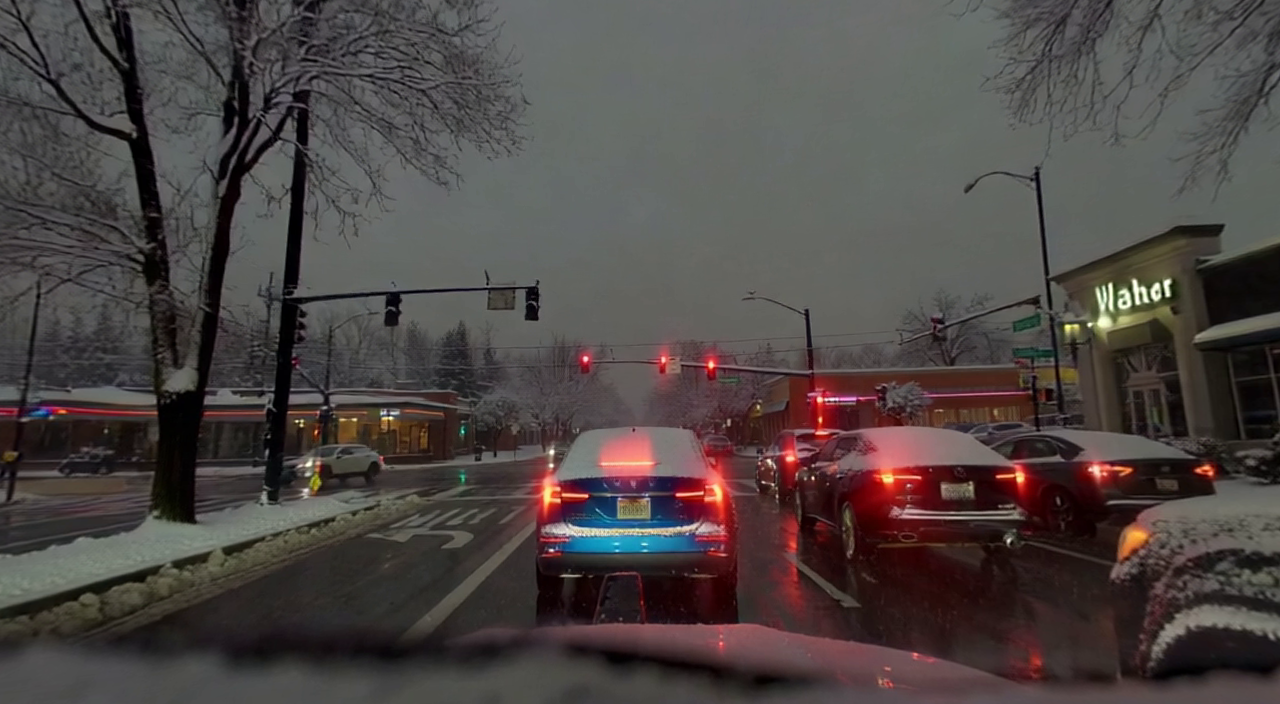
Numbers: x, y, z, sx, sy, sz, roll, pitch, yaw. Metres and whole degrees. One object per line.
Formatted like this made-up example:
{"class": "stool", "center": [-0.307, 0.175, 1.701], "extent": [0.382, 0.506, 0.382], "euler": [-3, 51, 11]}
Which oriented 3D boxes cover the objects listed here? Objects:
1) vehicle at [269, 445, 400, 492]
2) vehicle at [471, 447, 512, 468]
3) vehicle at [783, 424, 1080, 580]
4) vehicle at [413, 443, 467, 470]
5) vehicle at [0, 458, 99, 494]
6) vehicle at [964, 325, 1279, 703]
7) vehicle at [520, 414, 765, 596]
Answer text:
{"class": "vehicle", "center": [-11.695, 4.405, 24.219], "extent": [4.265, 1.604, 2.269], "euler": [4, -10, -29]}
{"class": "vehicle", "center": [-11.268, 7.999, 48.240], "extent": [2.099, 1.478, 4.411], "euler": [0, -9, 0]}
{"class": "vehicle", "center": [3.321, 1.779, 8.294], "extent": [1.865, 1.496, 4.170], "euler": [0, -9, 0]}
{"class": "vehicle", "center": [-15.087, 7.886, 48.054], "extent": [2.395, 1.903, 4.860], "euler": [-1, -9, 1]}
{"class": "vehicle", "center": [-27.204, 5.493, 28.073], "extent": [4.285, 1.427, 1.883], "euler": [3, -9, -23]}
{"class": "vehicle", "center": [2.987, 0.695, 1.541], "extent": [2.075, 1.661, 4.401], "euler": [0, -9, 1]}
{"class": "vehicle", "center": [0.003, 1.631, 7.497], "extent": [2.154, 1.577, 3.723], "euler": [0, -9, -1]}
